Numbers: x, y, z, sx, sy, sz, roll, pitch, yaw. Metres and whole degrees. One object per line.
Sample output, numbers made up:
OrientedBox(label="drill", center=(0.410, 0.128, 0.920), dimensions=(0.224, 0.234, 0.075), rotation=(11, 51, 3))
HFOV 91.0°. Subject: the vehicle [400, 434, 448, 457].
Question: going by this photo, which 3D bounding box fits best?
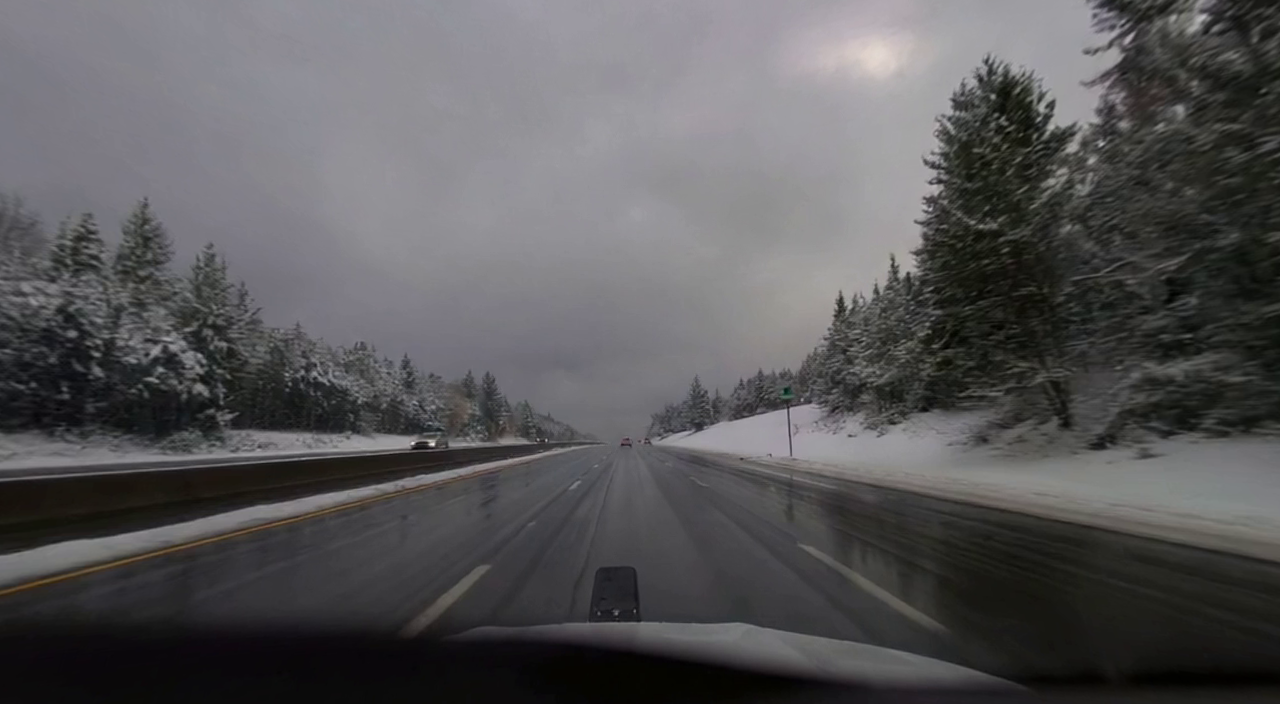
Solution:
OrientedBox(label="vehicle", center=(-15.214, 6.604, 44.464), dimensions=(2.111, 1.488, 3.866), rotation=(0, -8, -2))
